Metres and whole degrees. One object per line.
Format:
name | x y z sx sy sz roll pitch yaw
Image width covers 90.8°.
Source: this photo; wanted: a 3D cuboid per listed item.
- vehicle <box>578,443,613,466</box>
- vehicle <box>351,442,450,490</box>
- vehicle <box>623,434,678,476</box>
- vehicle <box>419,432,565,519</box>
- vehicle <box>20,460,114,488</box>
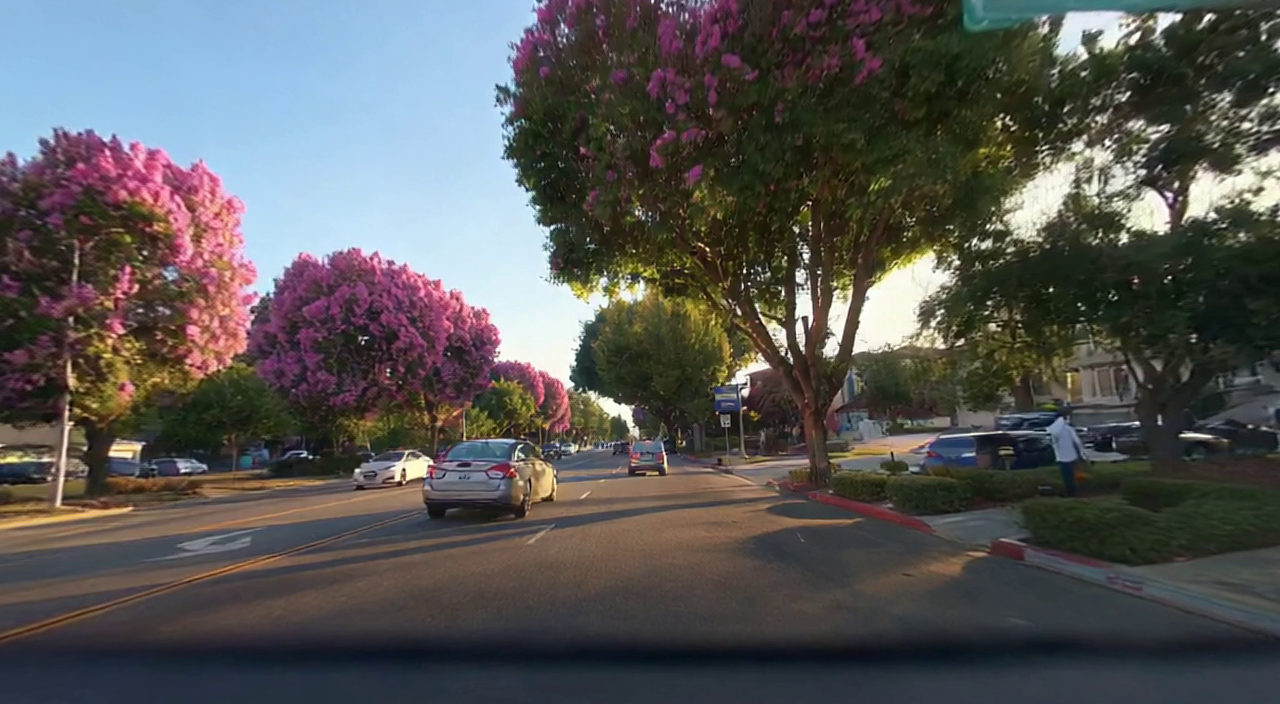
vehicle | -2.877 6.785 41.846 2.001 1.431 4.389 0 -8 1
vehicle | -9.551 4.543 25.679 2.190 1.744 4.612 0 -8 0
vehicle | 0.462 4.797 29.583 2.376 1.801 4.317 0 -8 0
vehicle | -3.058 2.657 14.106 2.167 1.634 4.220 0 -8 1
vehicle | -31.191 6.648 34.447 3.451 1.425 1.616 0 -8 0
